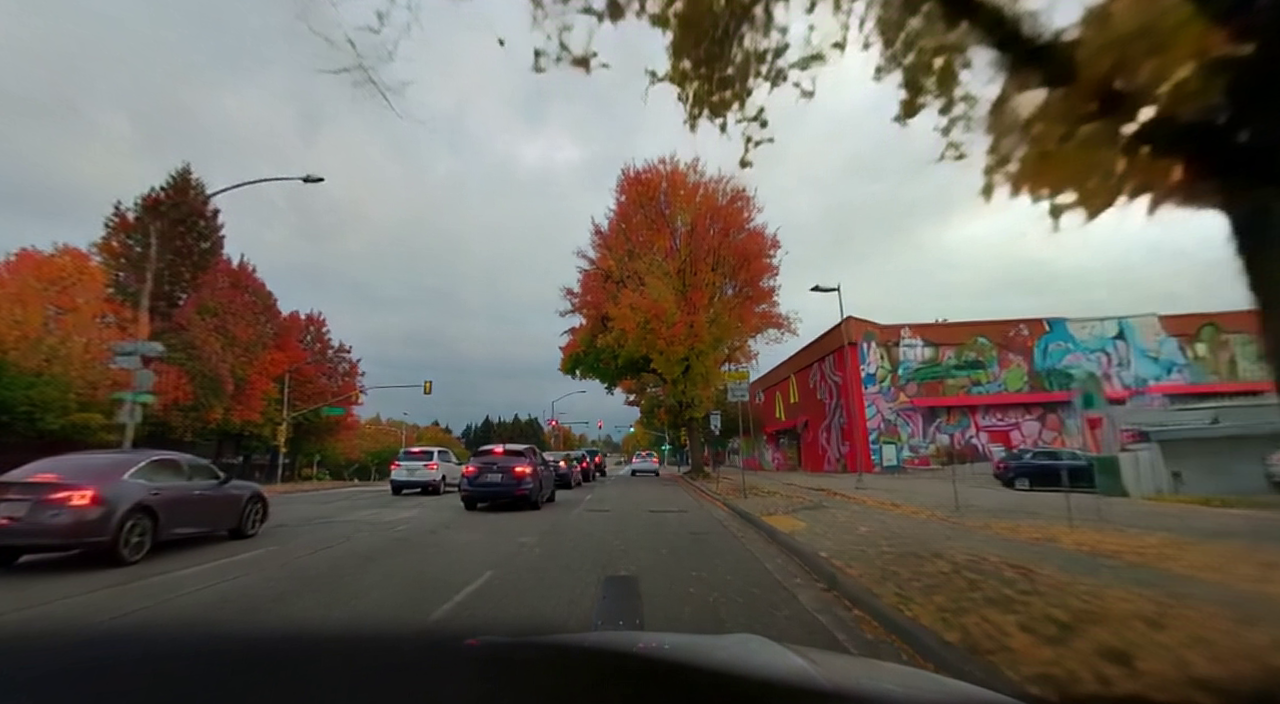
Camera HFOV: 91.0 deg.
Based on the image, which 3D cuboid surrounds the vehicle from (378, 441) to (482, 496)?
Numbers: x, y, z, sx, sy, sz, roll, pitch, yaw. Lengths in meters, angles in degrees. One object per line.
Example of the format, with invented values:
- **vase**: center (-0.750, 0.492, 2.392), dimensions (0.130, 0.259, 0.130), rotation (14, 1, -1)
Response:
- **vehicle**: center (-7.295, 4.086, 22.482), dimensions (2.069, 1.719, 4.441), rotation (0, -9, 1)

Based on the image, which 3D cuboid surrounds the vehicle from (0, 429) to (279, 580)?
- **vehicle**: center (-7.406, 1.965, 8.950), dimensions (1.932, 1.596, 4.247), rotation (0, -9, 1)

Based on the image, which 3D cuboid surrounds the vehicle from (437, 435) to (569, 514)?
- **vehicle**: center (-3.187, 2.983, 15.792), dimensions (2.165, 1.663, 4.513), rotation (0, -9, 1)

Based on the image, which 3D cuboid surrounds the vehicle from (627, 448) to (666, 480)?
- **vehicle**: center (0.389, 6.394, 36.314), dimensions (2.144, 1.704, 4.028), rotation (0, -9, 1)

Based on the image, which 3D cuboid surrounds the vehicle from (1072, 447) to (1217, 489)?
- **vehicle**: center (19.791, 4.541, 25.039), dimensions (1.938, 1.490, 4.750), rotation (0, -9, 2)

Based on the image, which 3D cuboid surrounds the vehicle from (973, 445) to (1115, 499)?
- **vehicle**: center (14.159, 4.199, 22.463), dimensions (1.963, 1.703, 4.447), rotation (1, -9, -3)
